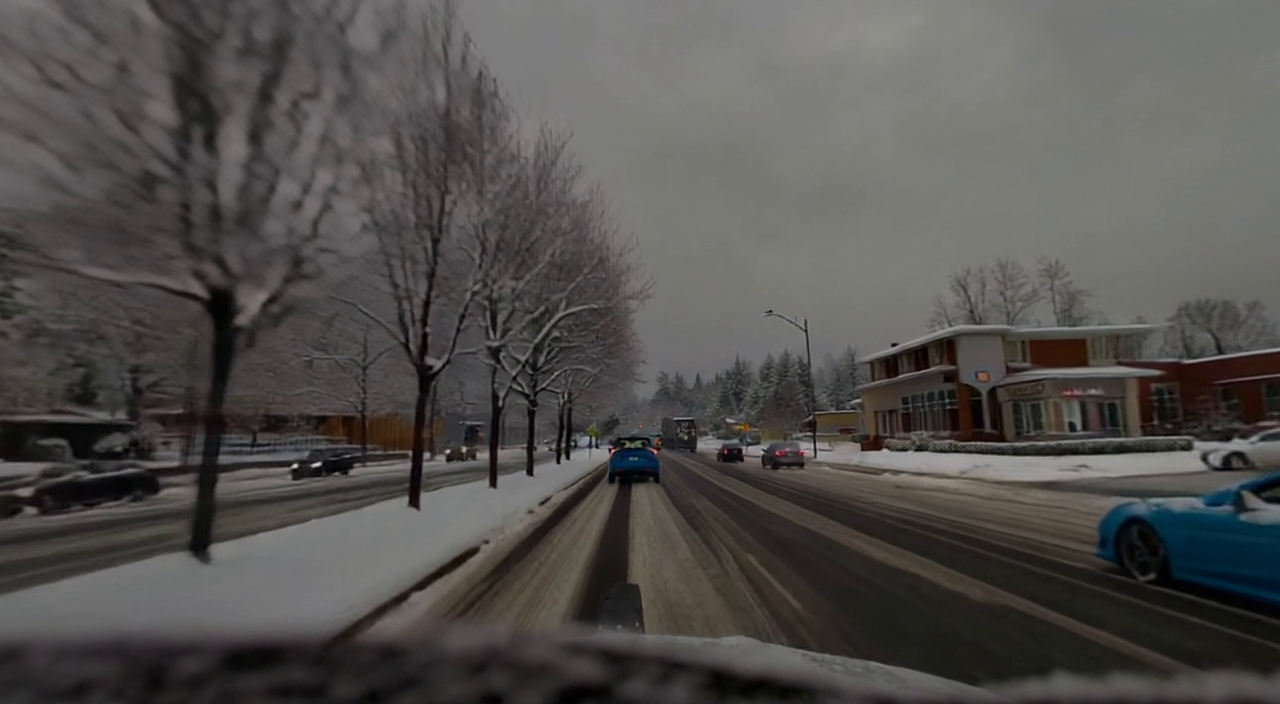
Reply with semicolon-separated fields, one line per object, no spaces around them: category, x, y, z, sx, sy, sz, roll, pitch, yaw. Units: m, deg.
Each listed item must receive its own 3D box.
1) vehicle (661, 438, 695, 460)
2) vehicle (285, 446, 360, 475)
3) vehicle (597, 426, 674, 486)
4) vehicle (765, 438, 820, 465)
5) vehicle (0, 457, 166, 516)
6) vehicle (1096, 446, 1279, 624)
vehicle;2.696;6.932;45.322;2.078;1.471;4.142;0;-9;-2
vehicle;-19.245;6.592;38.574;1.982;1.633;4.620;-1;-9;3
vehicle;-0.158;3.390;20.820;2.266;1.762;4.131;0;-8;-1
vehicle;9.023;5.940;37.724;2.045;1.484;4.342;0;-9;-2
vehicle;-17.000;3.925;18.950;1.929;1.460;4.668;0;-9;0
vehicle;5.865;1.299;4.300;2.258;1.294;4.312;0;-9;-1
